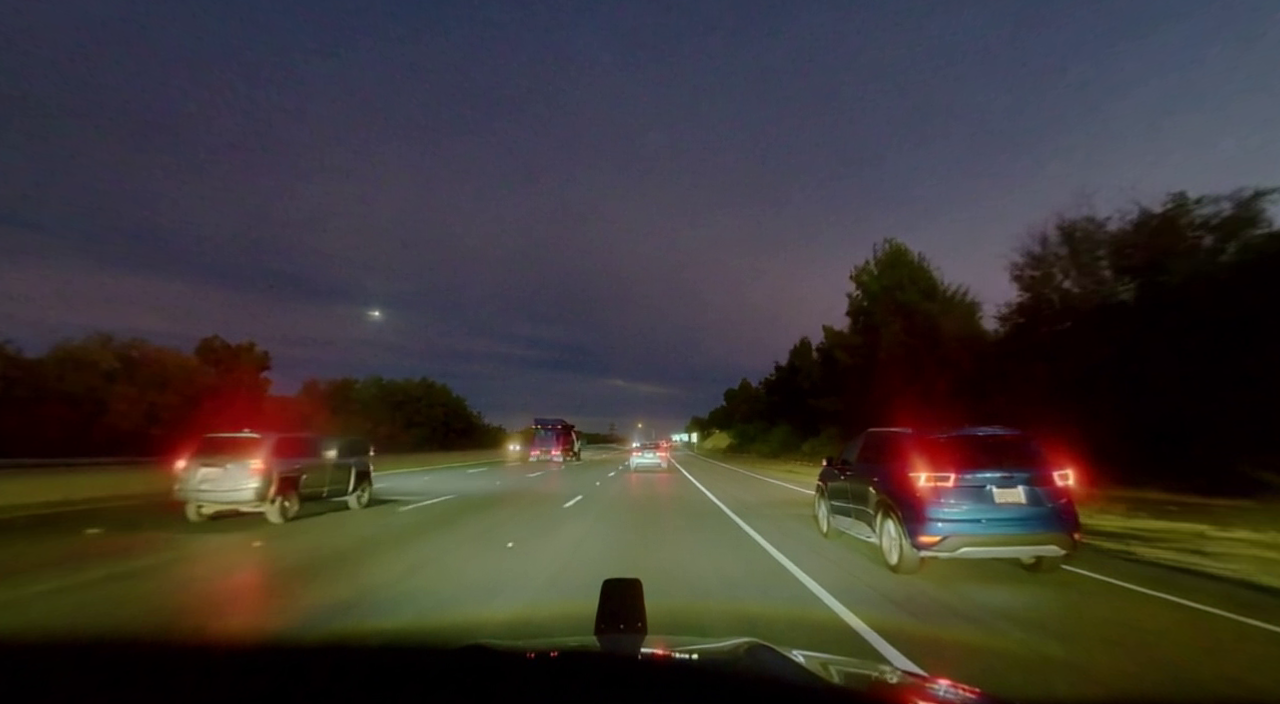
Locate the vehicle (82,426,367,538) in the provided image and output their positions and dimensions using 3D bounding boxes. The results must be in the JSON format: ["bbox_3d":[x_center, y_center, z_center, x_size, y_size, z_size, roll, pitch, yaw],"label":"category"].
[{"bbox_3d":[-7.176,2.262,11.683,2.115,1.644,4.513,0,-8,1],"label":"vehicle"}]

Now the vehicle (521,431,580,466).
[{"bbox_3d":[-6.115,6.734,44.217,2.827,2.236,7.057,0,-8,2],"label":"vehicle"}]

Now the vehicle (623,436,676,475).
[{"bbox_3d":[0.478,4.898,30.057,2.336,1.722,4.212,0,-8,1],"label":"vehicle"}]
